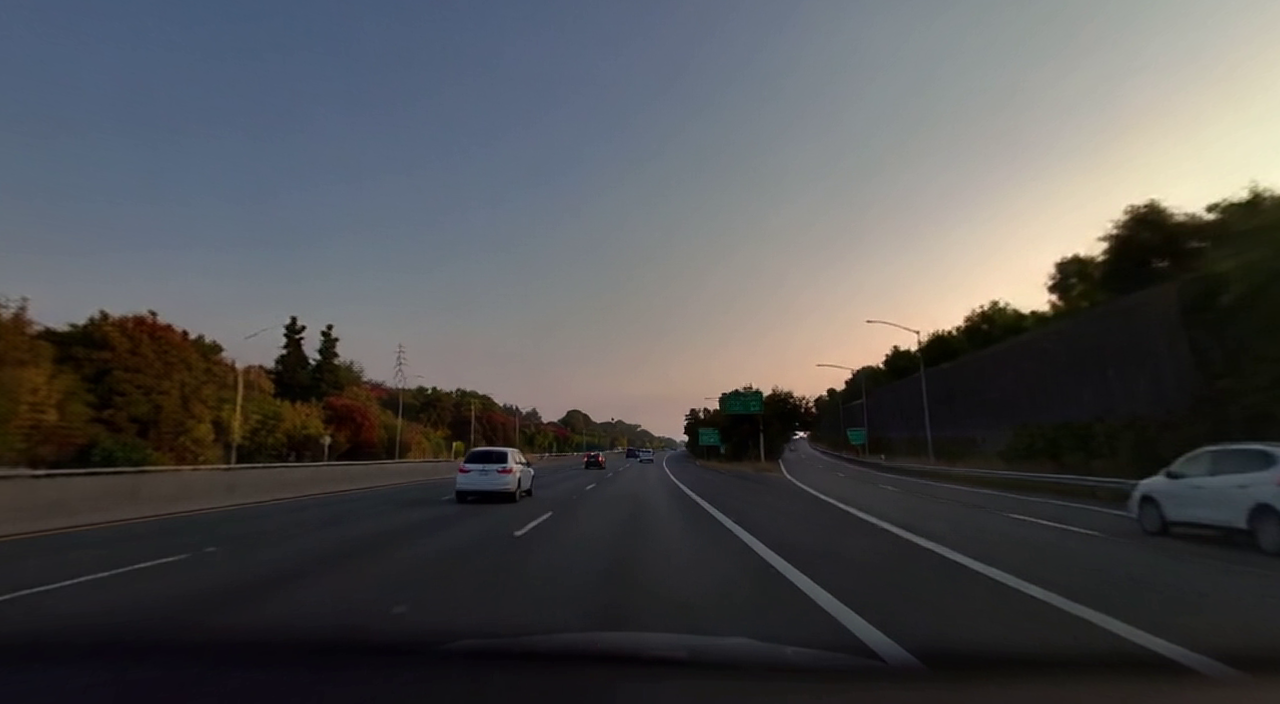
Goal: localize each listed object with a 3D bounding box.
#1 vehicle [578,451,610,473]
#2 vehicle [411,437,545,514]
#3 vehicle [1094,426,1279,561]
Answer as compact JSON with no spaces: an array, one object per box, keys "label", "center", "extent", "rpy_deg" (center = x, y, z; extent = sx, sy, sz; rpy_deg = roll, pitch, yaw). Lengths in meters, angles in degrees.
[{"label":"vehicle","center":[-3.403,8.149,46.902],"extent":[1.997,1.540,3.906],"rpy_deg":[0,-9,1]},{"label":"vehicle","center":[-3.911,3.075,16.156],"extent":[2.263,1.696,4.321],"rpy_deg":[0,-9,0]},{"label":"vehicle","center":[8.543,1.797,8.253],"extent":[2.020,1.548,4.715],"rpy_deg":[-1,-9,6]}]
